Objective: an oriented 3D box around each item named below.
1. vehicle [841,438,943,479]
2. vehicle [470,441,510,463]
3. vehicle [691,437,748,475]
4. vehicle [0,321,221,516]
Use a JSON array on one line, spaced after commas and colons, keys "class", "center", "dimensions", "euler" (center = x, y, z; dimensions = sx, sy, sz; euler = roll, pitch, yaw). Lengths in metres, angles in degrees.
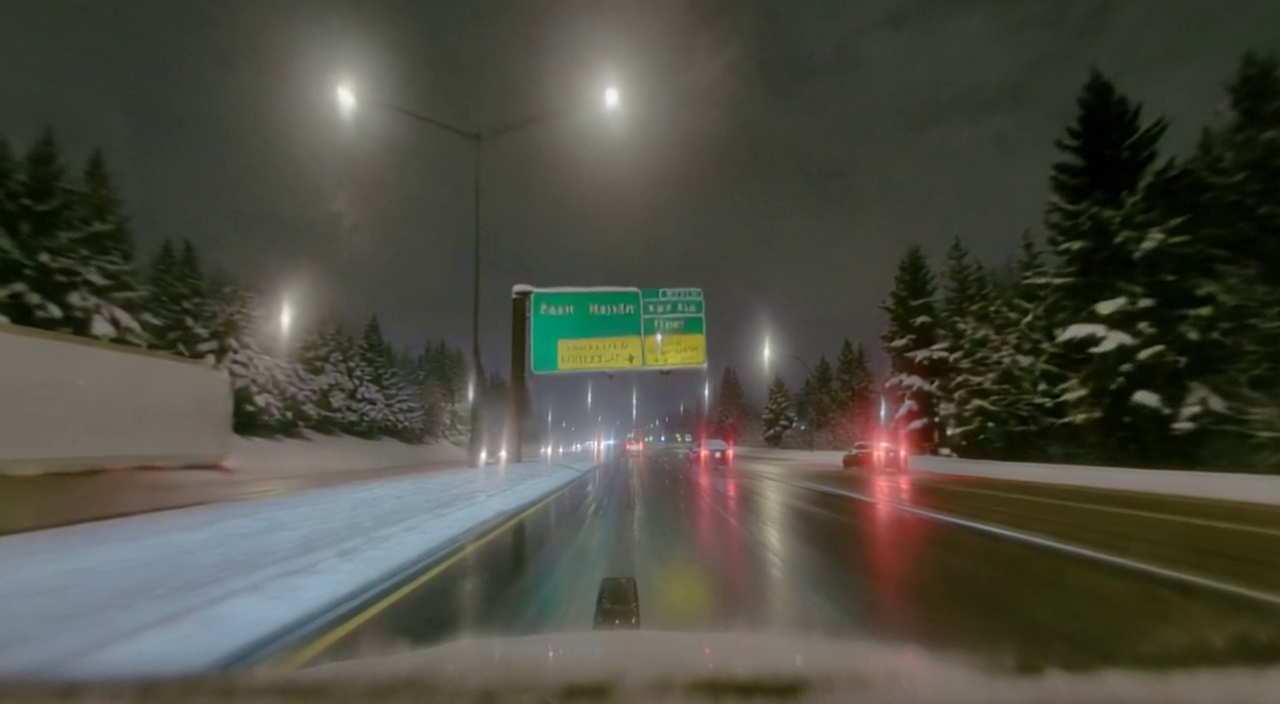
[{"class": "vehicle", "center": [10.256, 4.356, 26.228], "dimensions": [1.987, 1.502, 5.130], "euler": [0, -8, -1]}, {"class": "vehicle", "center": [-11.610, 7.757, 49.324], "dimensions": [2.001, 1.604, 4.568], "euler": [0, -8, 0]}, {"class": "vehicle", "center": [3.633, 4.843, 29.663], "dimensions": [2.018, 1.600, 4.121], "euler": [0, -8, -2]}, {"class": "vehicle", "center": [-15.115, 1.234, 12.131], "dimensions": [3.082, 4.100, 16.527], "euler": [0, -8, -1]}]
